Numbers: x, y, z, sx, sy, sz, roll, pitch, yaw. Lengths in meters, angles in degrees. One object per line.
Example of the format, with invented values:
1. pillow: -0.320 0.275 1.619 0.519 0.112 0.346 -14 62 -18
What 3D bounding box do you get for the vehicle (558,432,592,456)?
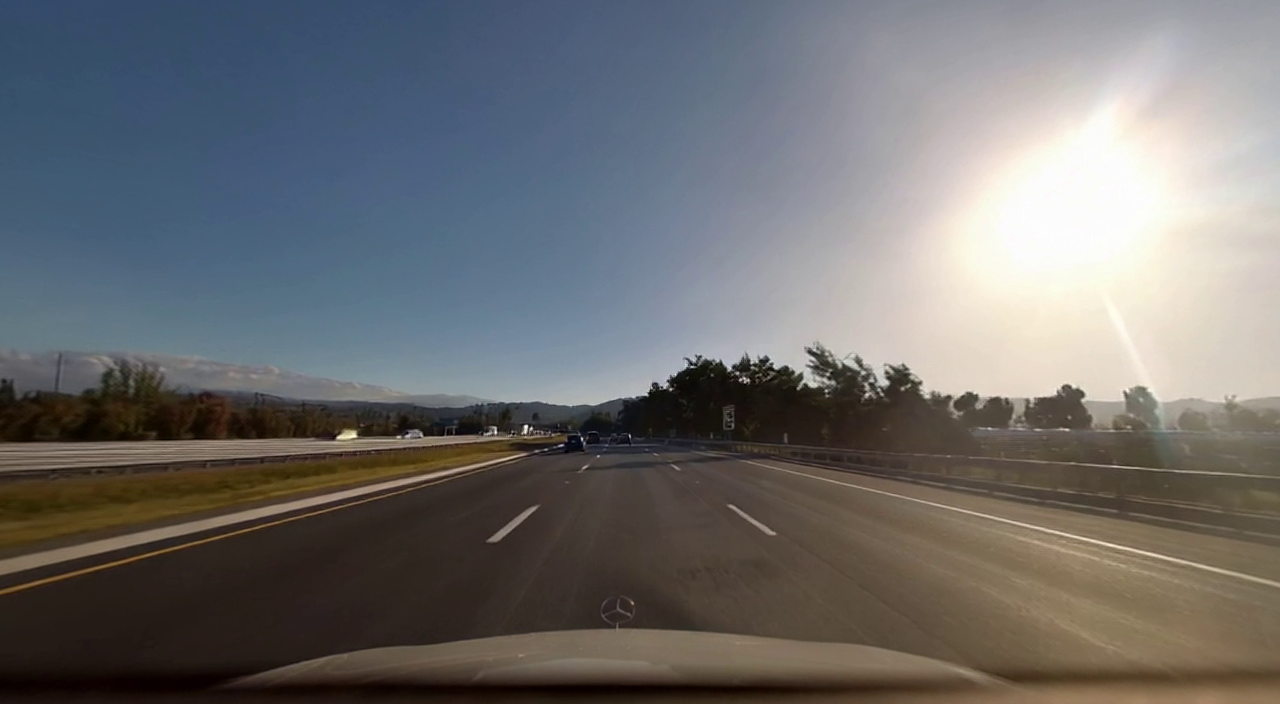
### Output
1. vehicle: -4.469 6.391 43.908 2.062 1.591 4.156 0 -8 -1
